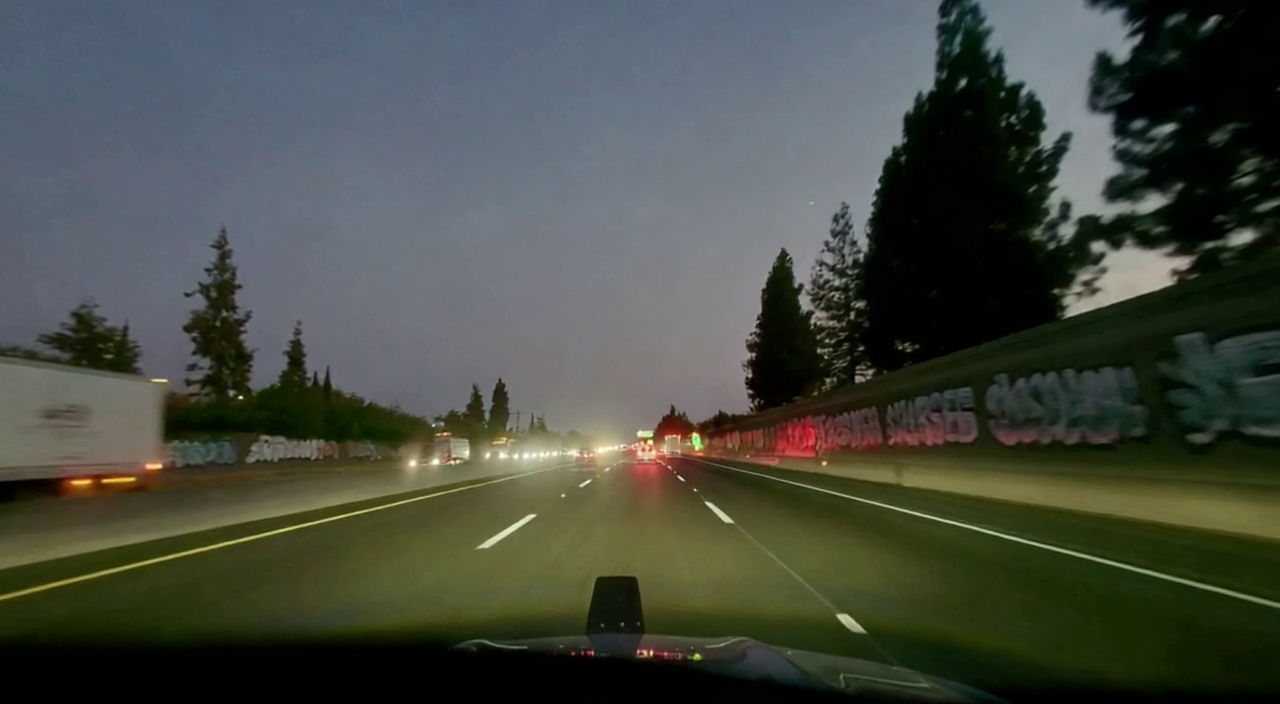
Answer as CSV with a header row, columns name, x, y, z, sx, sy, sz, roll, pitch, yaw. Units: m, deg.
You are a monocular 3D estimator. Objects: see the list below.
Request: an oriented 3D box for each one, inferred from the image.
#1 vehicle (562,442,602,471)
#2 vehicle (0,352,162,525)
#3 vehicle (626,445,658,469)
name,x,y,z,sx,sy,sz,roll,pitch,yaw
vehicle,-3.624,6.634,40.072,2.095,1.671,4.193,0,-9,1
vehicle,-16.605,1.659,12.411,3.275,3.983,14.098,0,-9,0
vehicle,0.096,6.941,41.739,2.009,1.506,4.091,0,-9,0
